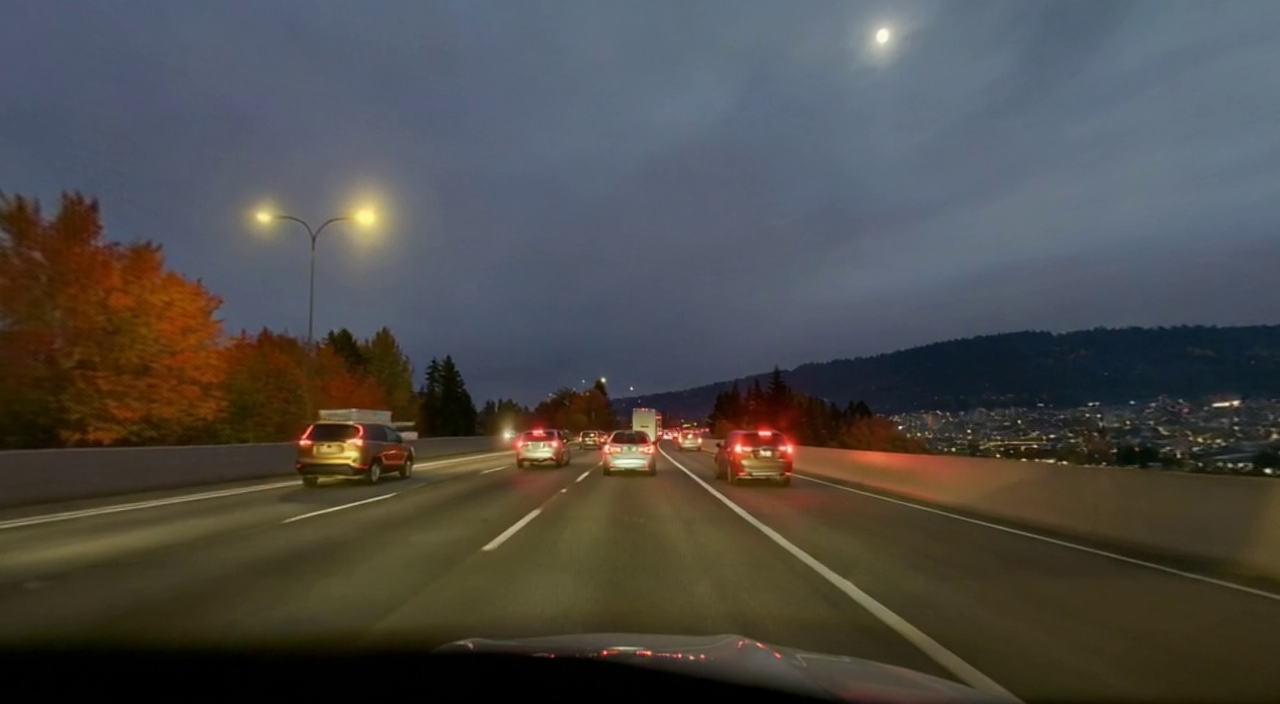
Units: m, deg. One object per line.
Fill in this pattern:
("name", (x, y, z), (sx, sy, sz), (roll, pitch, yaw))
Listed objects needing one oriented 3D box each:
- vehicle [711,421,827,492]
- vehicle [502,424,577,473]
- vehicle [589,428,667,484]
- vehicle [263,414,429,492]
("vehicle", (3.274, 2.733, 16.924), (2.095, 1.650, 4.331), (0, -8, -1))
("vehicle", (-3.673, 3.623, 23.822), (2.064, 1.672, 4.277), (0, -8, 1))
("vehicle", (-0.301, 3.108, 19.193), (2.111, 1.494, 4.364), (0, -8, 1))
("vehicle", (-7.524, 2.626, 16.778), (2.117, 1.779, 4.745), (0, -8, 0))
